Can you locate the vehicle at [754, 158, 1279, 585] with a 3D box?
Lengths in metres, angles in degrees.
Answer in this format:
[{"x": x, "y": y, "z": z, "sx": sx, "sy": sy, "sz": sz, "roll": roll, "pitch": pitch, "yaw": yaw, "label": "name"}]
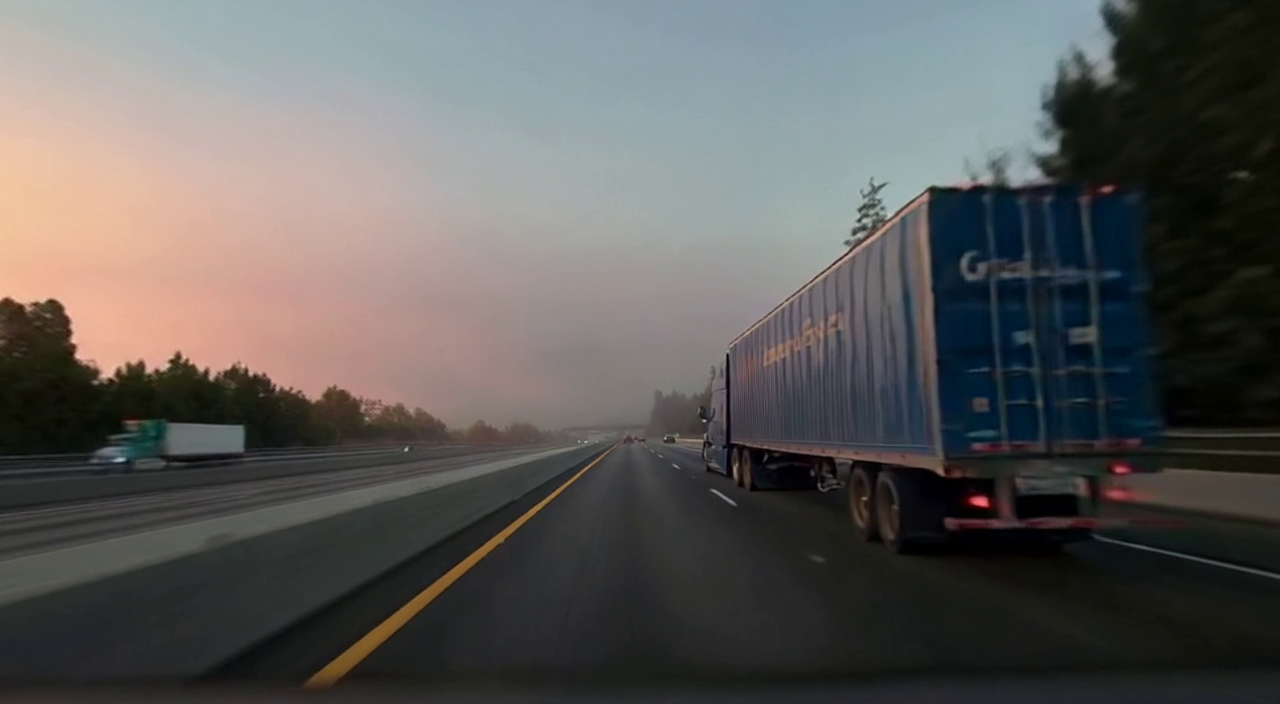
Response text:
[{"x": 4.109, "y": 0.645, "z": 9.832, "sx": 2.888, "sy": 3.866, "sz": 8.380, "roll": 0, "pitch": -8, "yaw": -1, "label": "vehicle"}]
